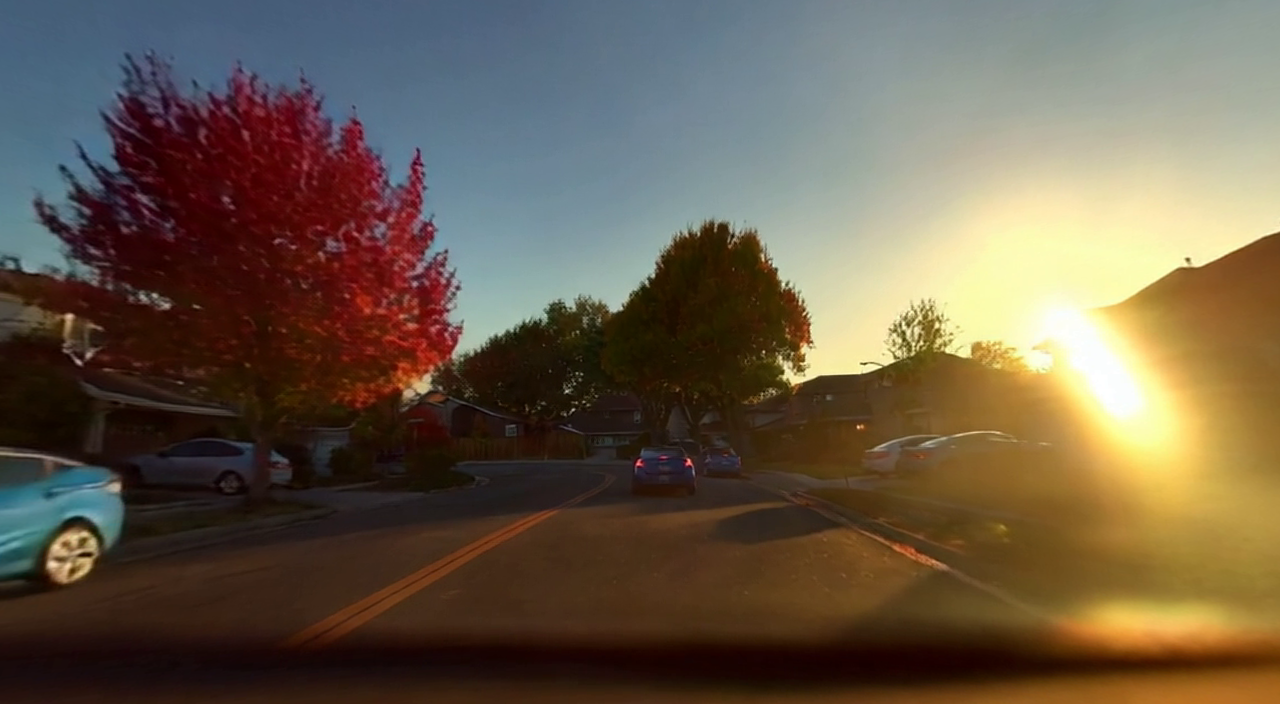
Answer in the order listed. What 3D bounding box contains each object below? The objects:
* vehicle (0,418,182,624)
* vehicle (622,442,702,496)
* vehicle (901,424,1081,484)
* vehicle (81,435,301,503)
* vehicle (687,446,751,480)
[{"bbox_3d":[-6.824,1.471,5.154,2.641,1.747,4.738,-2,-7,0],"label":"vehicle"},{"bbox_3d":[0.571,3.558,19.633,2.192,1.474,4.192,0,-9,-1],"label":"vehicle"},{"bbox_3d":[11.152,3.237,20.293,4.524,1.587,2.064,-2,-7,-6],"label":"vehicle"},{"bbox_3d":[-12.621,3.311,18.077,4.597,1.794,2.043,1,-10,-5],"label":"vehicle"},{"bbox_3d":[3.600,5.144,29.606,2.089,1.462,4.529,1,-9,-4],"label":"vehicle"}]
